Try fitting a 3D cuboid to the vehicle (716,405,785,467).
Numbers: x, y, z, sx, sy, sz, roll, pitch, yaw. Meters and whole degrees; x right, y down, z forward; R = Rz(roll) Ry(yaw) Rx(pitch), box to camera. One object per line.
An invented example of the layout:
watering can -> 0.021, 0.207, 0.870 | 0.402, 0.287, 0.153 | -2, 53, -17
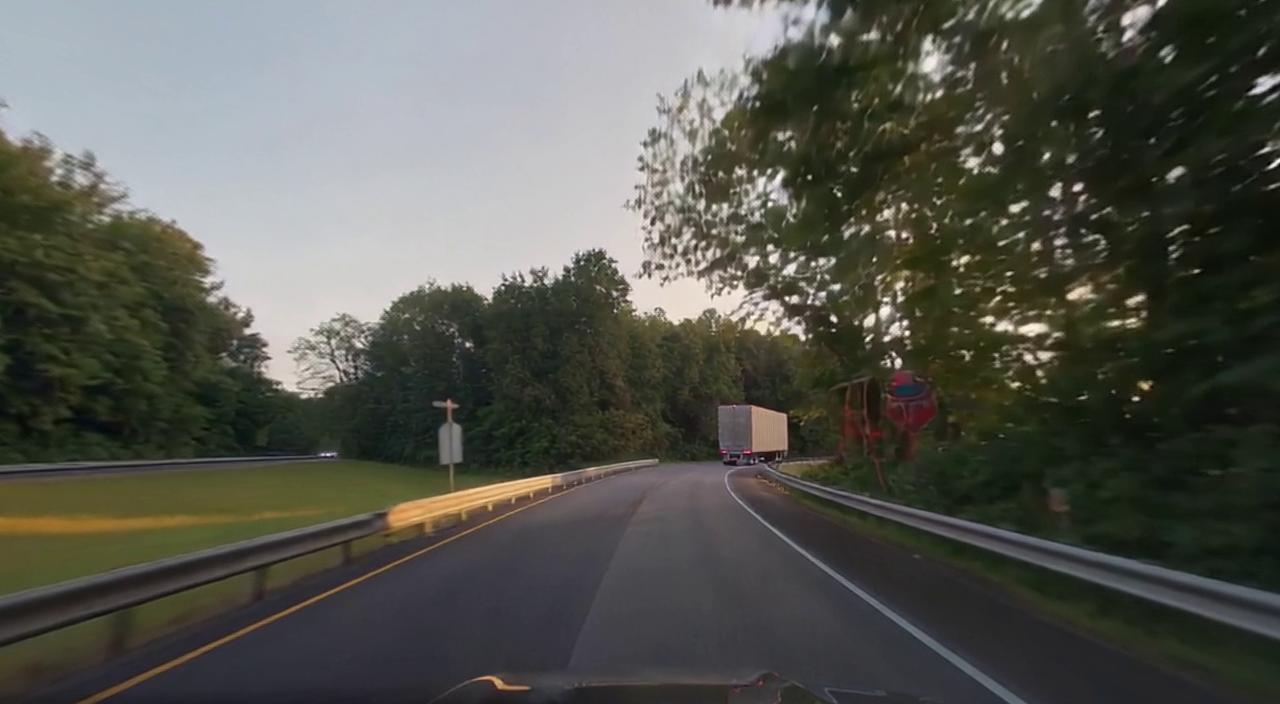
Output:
vehicle -> 8.993, 6.749, 49.541 | 3.087, 4.178, 13.682 | -3, -9, 19
